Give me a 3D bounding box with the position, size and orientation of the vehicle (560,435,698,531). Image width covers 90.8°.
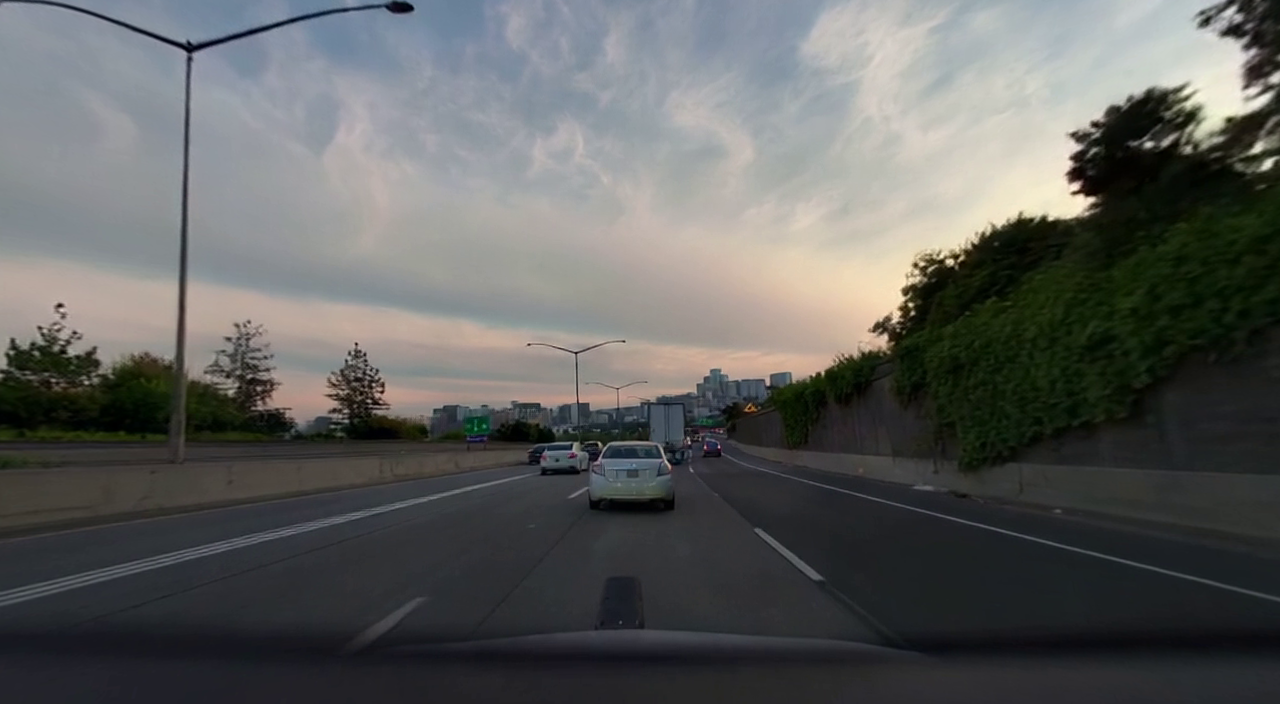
[{"bbox_3d":[-0.142,2.342,11.867,2.136,1.470,3.971,-1,-9,1],"label":"vehicle"}]
